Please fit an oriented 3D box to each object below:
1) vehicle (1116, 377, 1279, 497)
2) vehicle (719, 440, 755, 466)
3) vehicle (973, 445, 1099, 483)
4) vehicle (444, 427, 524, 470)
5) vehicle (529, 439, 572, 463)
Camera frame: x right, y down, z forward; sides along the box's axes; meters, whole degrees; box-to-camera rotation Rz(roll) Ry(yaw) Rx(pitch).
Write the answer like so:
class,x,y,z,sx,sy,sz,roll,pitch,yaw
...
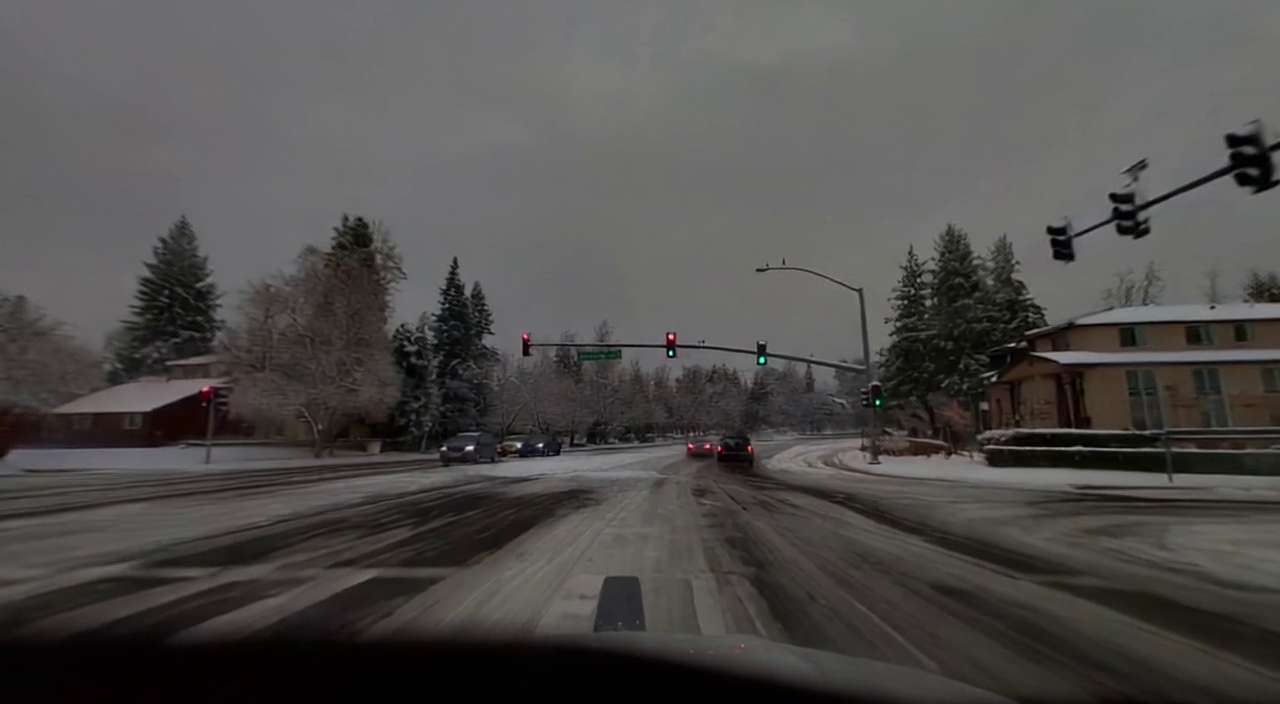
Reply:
class,x,y,z,sx,sy,sz,roll,pitch,yaw
vehicle,22.613,2.626,19.587,12.701,3.428,3.061,-1,-9,3
vehicle,6.705,6.957,43.775,2.255,1.708,4.328,-1,-9,8
vehicle,18.025,5.054,28.830,4.580,1.557,2.023,-7,-11,37
vehicle,-7.560,4.811,31.277,2.296,1.798,5.303,-4,-10,4
vehicle,-6.351,7.035,45.135,1.907,1.488,4.326,-4,-8,7
